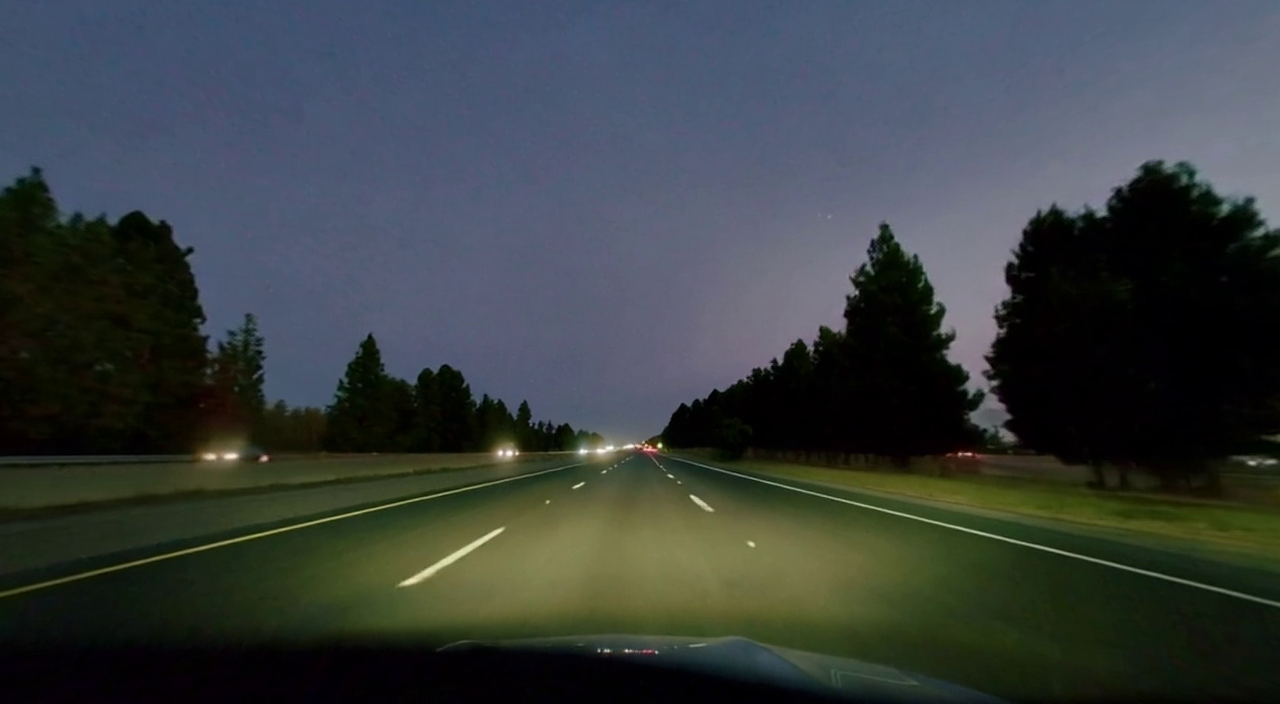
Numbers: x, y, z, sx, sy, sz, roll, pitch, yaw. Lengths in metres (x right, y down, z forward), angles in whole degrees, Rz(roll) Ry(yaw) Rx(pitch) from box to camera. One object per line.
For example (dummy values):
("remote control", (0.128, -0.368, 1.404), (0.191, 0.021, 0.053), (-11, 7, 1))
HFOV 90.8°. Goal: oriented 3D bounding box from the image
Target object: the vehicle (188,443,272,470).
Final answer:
("vehicle", (-23.943, 6.131, 36.990), (1.778, 1.480, 4.047), (-2, -9, 9))
